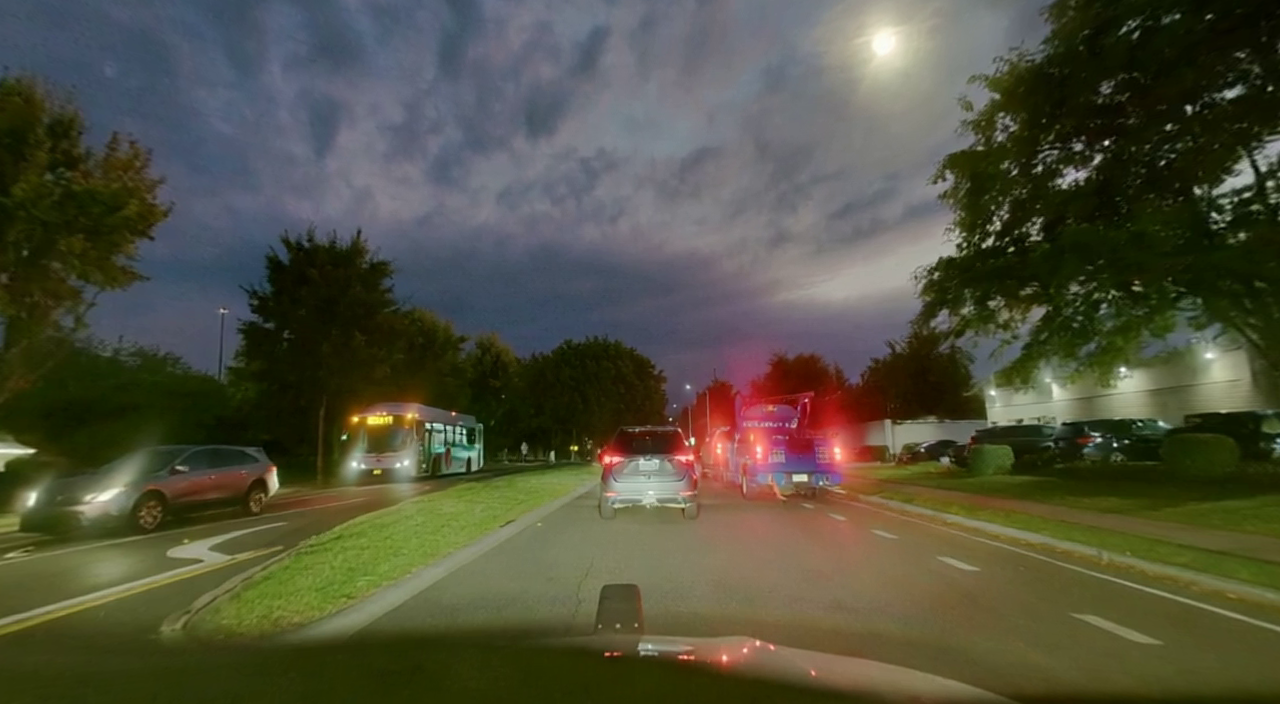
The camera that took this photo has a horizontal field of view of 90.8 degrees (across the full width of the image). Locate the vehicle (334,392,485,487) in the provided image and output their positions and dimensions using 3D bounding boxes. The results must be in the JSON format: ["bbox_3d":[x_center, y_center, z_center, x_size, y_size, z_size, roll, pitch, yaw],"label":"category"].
[{"bbox_3d":[-11.433,4.684,33.447,2.996,4.022,12.692,0,-8,1],"label":"vehicle"}]

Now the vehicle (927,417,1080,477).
[{"bbox_3d":[14.688,3.850,25.795,4.697,1.908,2.243,-5,-8,1],"label":"vehicle"}]

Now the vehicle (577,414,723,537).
[{"bbox_3d":[0.130,2.266,12.341,2.157,1.816,5.804,0,-8,0],"label":"vehicle"}]

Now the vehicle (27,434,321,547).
[{"bbox_3d":[-8.421,2.486,12.160,2.028,1.728,4.630,0,-8,1],"label":"vehicle"}]

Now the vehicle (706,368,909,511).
[{"bbox_3d":[4.137,2.643,18.891,3.088,3.057,10.503,0,-8,-1],"label":"vehicle"}]
